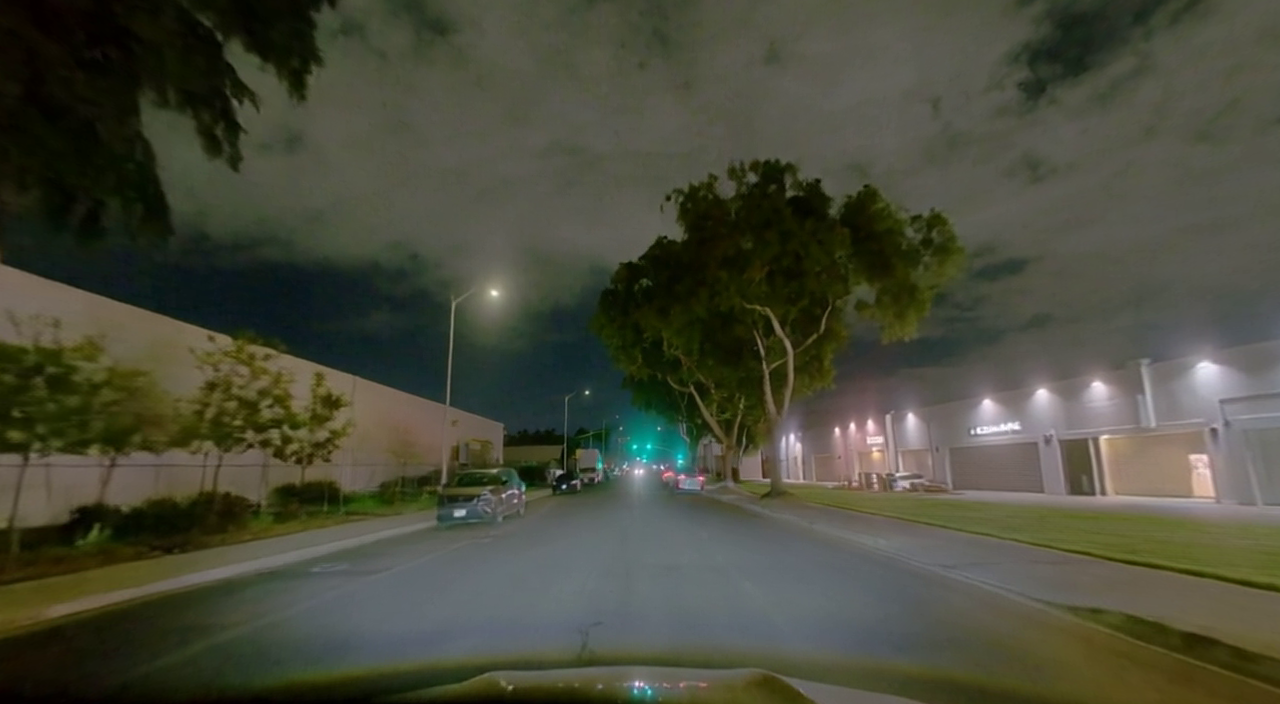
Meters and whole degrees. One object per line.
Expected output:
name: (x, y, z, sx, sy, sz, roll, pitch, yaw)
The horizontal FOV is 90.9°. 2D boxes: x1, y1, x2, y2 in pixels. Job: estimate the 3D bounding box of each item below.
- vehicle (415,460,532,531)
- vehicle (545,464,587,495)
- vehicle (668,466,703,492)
vehicle: (-4.382, 3.844, 17.409, 1.927, 1.580, 4.556, -1, -9, 1)
vehicle: (-4.127, 7.192, 35.709, 1.835, 1.625, 3.674, 0, -11, 1)
vehicle: (2.705, 7.728, 38.450, 1.819, 1.446, 3.909, 1, -11, 0)
